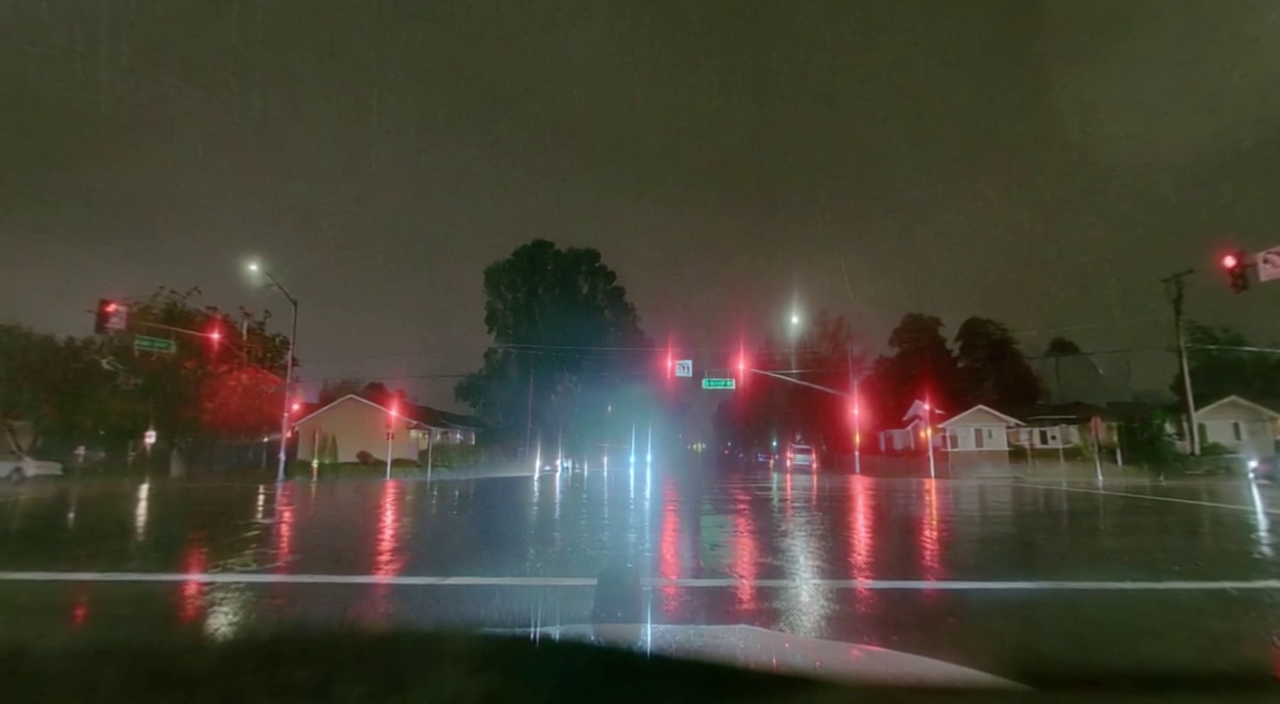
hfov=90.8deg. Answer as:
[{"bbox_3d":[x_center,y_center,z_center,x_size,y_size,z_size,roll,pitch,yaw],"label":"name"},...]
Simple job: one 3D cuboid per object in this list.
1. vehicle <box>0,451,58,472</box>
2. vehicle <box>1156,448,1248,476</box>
[{"bbox_3d":[-44.302,7.764,44.971,3.949,1.422,1.744,0,-9,1],"label":"vehicle"},{"bbox_3d":[36.768,7.180,41.502,1.853,1.723,4.460,0,-9,-1],"label":"vehicle"}]
